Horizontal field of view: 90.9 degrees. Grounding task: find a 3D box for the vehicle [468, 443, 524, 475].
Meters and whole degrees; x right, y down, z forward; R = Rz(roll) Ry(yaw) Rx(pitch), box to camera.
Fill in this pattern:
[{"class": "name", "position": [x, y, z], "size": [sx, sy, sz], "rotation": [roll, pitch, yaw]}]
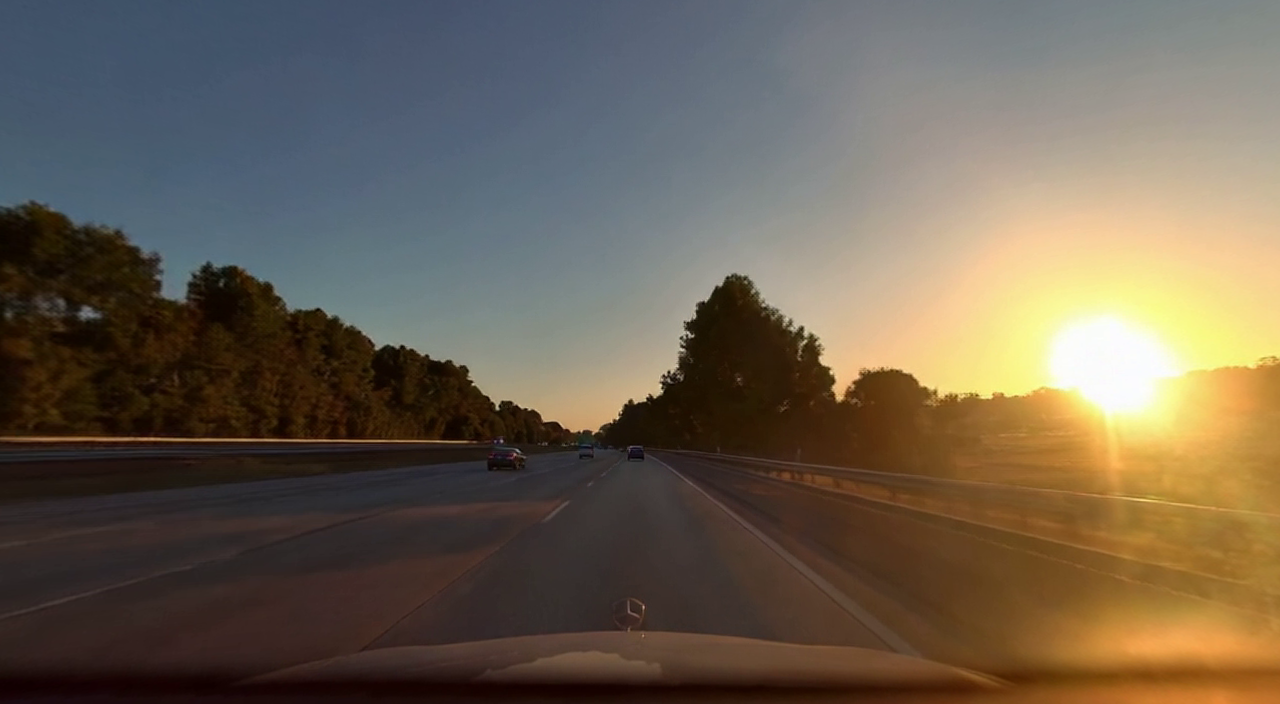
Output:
[{"class": "vehicle", "position": [-7.514, 5.614, 33.334], "size": [1.972, 1.603, 3.891], "rotation": [0, -8, 1]}]
